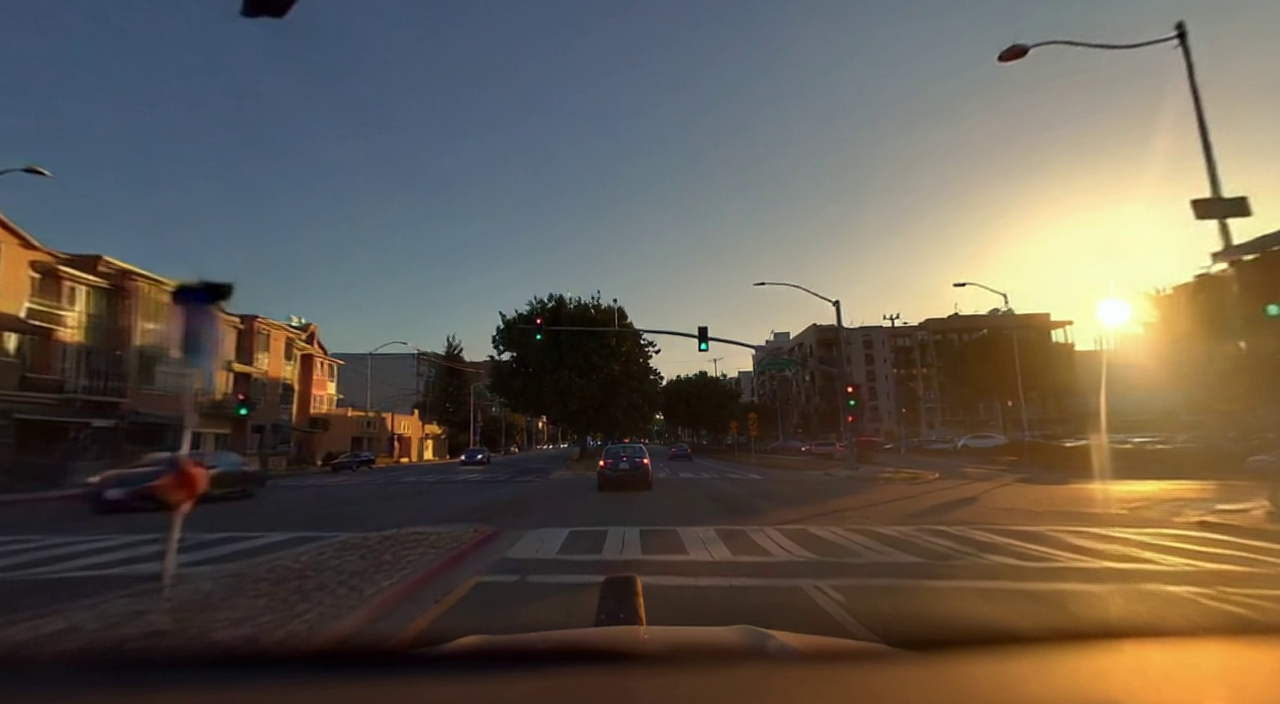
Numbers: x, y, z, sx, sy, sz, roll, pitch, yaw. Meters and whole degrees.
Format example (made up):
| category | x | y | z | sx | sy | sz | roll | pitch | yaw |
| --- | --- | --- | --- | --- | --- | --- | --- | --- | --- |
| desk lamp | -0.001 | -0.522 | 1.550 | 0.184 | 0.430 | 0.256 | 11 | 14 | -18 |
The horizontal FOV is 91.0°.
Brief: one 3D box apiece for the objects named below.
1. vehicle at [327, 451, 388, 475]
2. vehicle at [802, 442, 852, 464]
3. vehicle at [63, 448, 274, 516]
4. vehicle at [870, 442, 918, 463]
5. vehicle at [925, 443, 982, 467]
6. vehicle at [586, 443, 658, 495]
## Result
| category | x | y | z | sx | sy | sz | roll | pitch | yaw |
| --- | --- | --- | --- | --- | --- | --- | --- | --- | --- |
| vehicle | -19.513 | 7.669 | 43.663 | 2.018 | 1.468 | 4.768 | 0 | -8 | 0 |
| vehicle | 12.675 | 6.893 | 42.986 | 1.849 | 1.429 | 4.335 | 0 | -8 | -3 |
| vehicle | -12.030 | 3.290 | 16.594 | 1.963 | 1.504 | 4.640 | 0 | -8 | 0 |
| vehicle | 18.941 | 7.436 | 46.830 | 1.900 | 1.490 | 4.238 | -8 | -11 | 41 |
| vehicle | 19.777 | 6.436 | 39.633 | 1.932 | 1.430 | 4.203 | -8 | -12 | 43 |
| vehicle | -0.529 | 3.595 | 19.772 | 2.010 | 1.447 | 4.121 | 0 | -8 | -1 |
